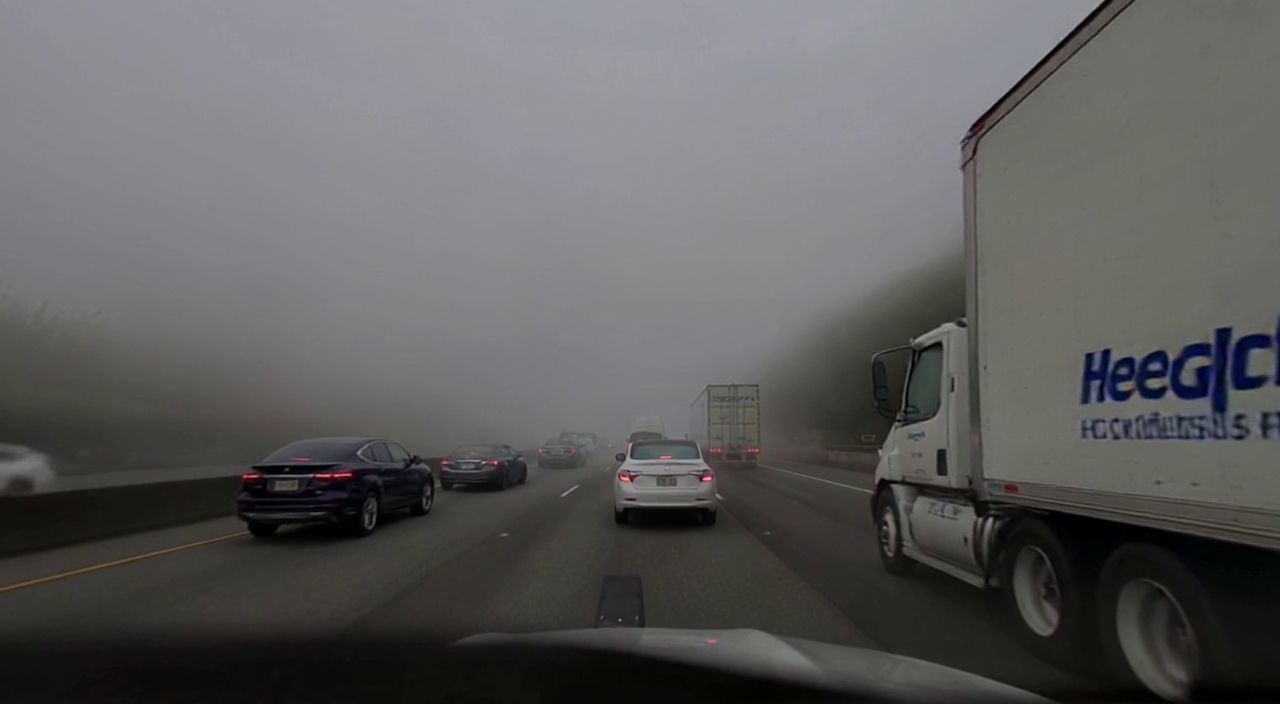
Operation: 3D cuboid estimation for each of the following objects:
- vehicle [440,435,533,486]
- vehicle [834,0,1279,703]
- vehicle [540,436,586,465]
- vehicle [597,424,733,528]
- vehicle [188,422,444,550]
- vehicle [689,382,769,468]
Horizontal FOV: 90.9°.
[{"bbox_3d":[-4.780,3.402,20.221,1.880,1.458,3.978,0,-8,1],"label":"vehicle"},{"bbox_3d":[4.039,0.063,5.031,2.982,3.860,6.011,0,-8,0],"label":"vehicle"},{"bbox_3d":[-4.226,5.447,35.234,1.887,1.493,4.411,0,-8,1],"label":"vehicle"},{"bbox_3d":[0.369,2.066,11.064,1.973,1.505,3.568,0,-8,0],"label":"vehicle"},{"bbox_3d":[-4.458,1.850,9.426,1.821,1.514,3.677,0,-8,1],"label":"vehicle"},{"bbox_3d":[4.801,4.424,37.269,2.892,4.101,14.252,0,-8,1],"label":"vehicle"}]
